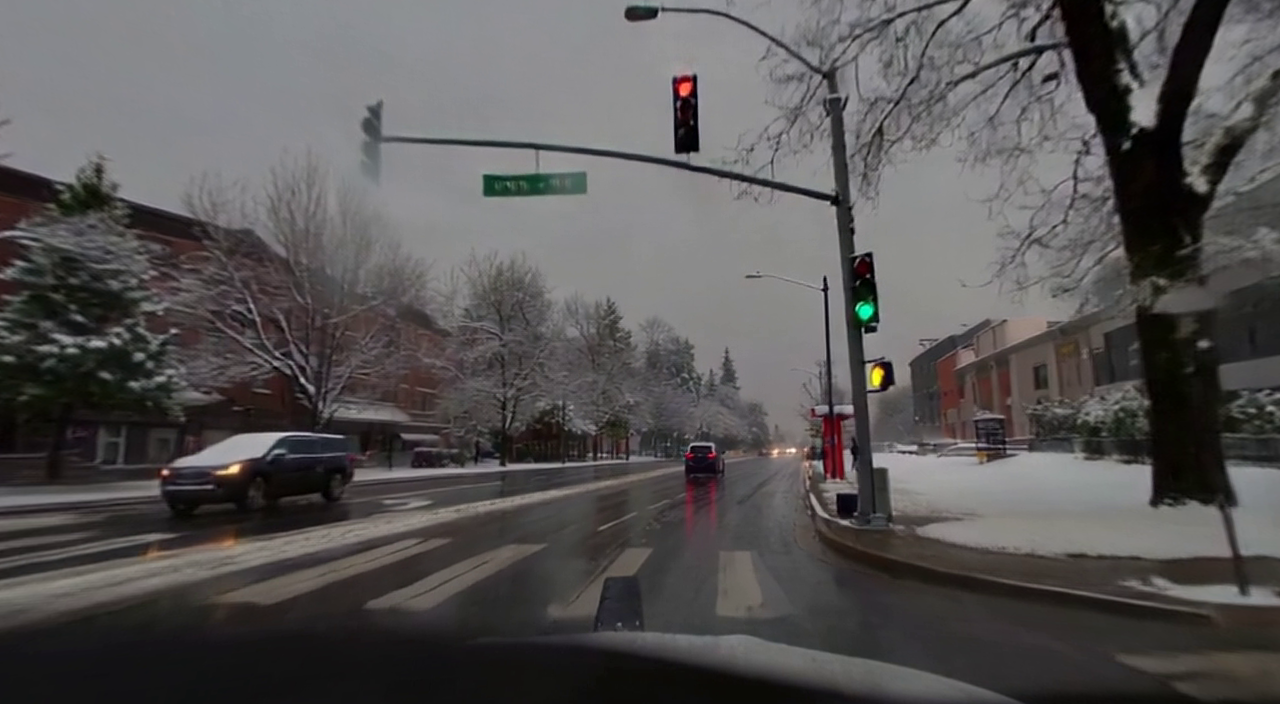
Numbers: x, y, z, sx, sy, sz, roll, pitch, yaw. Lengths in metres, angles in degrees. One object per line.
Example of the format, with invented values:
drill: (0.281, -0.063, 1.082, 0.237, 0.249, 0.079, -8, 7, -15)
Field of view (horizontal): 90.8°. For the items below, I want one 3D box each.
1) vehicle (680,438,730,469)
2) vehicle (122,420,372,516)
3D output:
vehicle: (3.888, 5.921, 37.071, 2.101, 1.721, 4.364, -3, -9, 17)
vehicle: (-8.072, 2.420, 13.653, 2.017, 1.684, 4.483, -2, -9, 10)
